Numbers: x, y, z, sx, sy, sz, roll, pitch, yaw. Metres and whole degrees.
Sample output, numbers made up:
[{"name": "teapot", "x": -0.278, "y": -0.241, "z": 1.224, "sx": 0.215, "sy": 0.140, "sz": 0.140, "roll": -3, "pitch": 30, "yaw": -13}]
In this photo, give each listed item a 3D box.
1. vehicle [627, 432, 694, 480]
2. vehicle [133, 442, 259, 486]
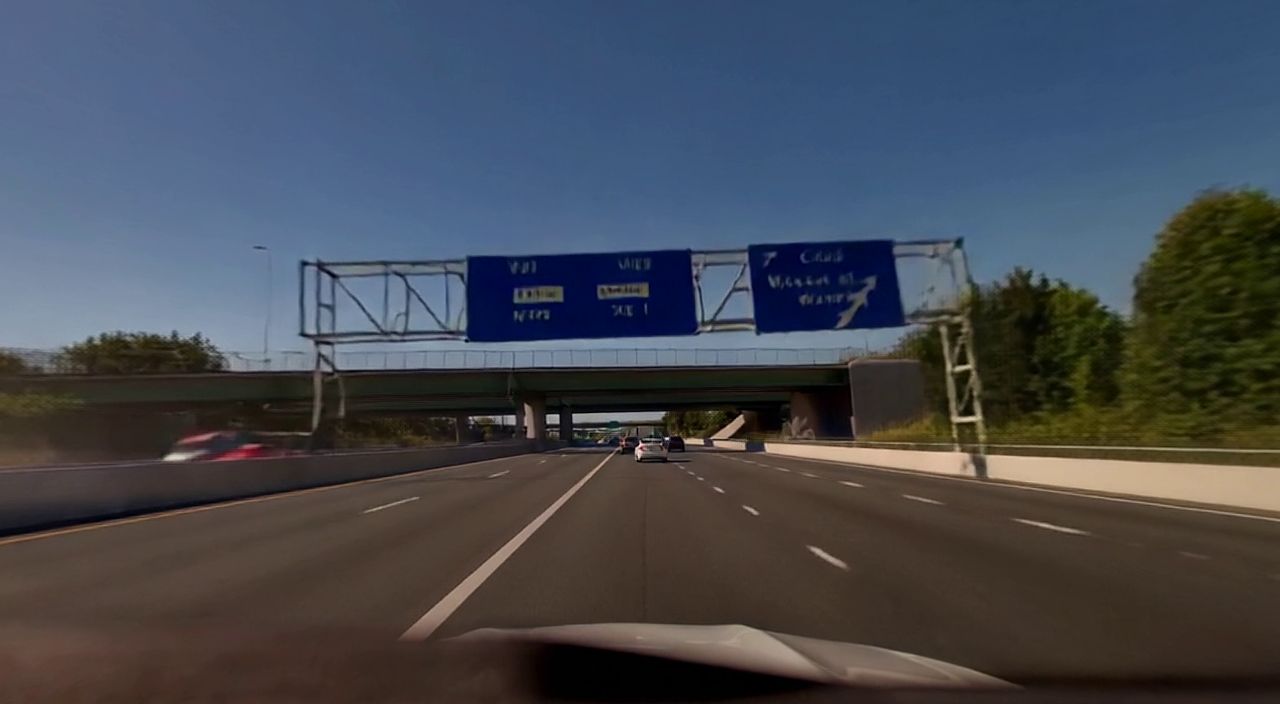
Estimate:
[{"name": "vehicle", "x": 0.594, "y": 3.498, "z": 21.450, "sx": 2.046, "sy": 1.467, "sz": 3.844, "roll": 0, "pitch": -8, "yaw": -2}, {"name": "vehicle", "x": -19.203, "y": 4.820, "z": 27.541, "sx": 1.890, "sy": 1.677, "sz": 5.012, "roll": 0, "pitch": -8, "yaw": 0}]
